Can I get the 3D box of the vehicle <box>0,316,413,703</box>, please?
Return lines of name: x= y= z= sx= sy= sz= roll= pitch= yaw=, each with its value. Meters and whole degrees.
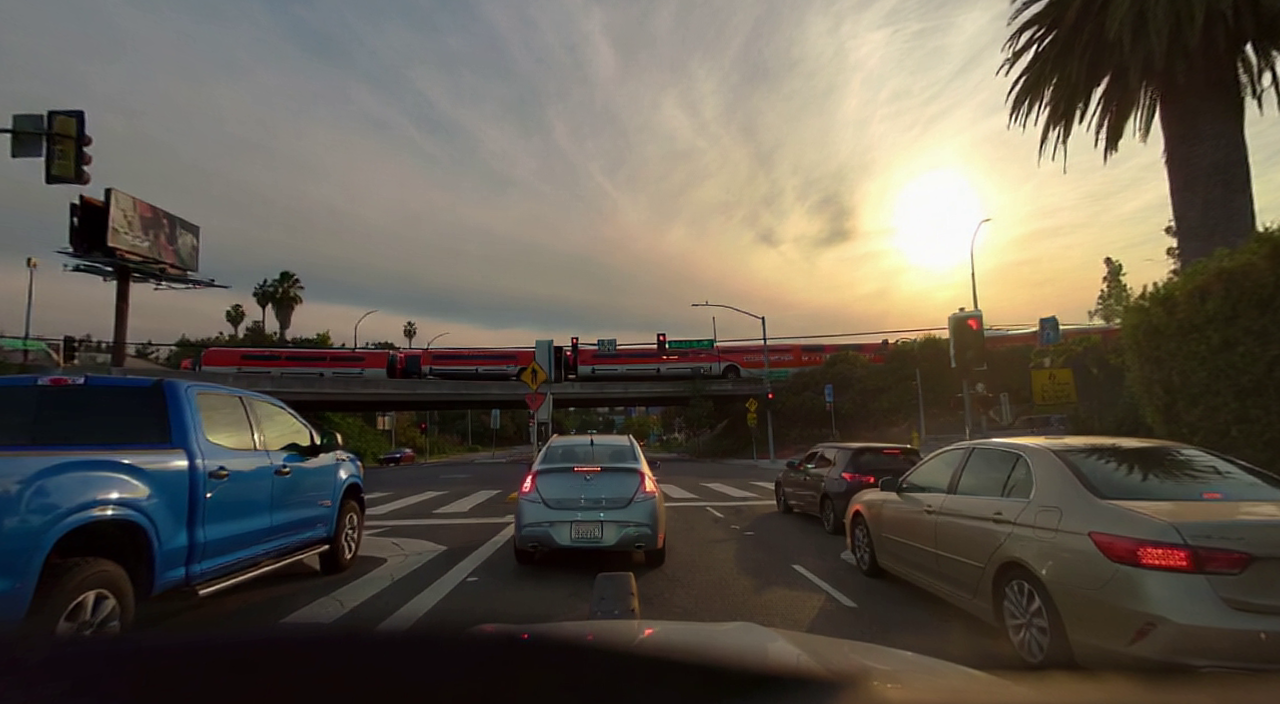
vehicle: x=-3.820 y=1.125 z=5.014 sx=2.078 sy=1.838 sz=5.448 roll=0 pitch=-9 yaw=-1

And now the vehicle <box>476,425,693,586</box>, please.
vehicle: x=-0.627 y=1.759 z=8.082 sx=2.035 sy=1.491 sz=4.090 roll=0 pitch=-9 yaw=-3

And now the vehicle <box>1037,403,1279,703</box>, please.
vehicle: x=3.891 y=0.888 z=2.185 sx=2.052 sy=1.496 sz=4.541 roll=0 pitch=-9 yaw=0

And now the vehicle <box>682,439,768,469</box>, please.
vehicle: x=4.217 y=5.136 z=31.968 sx=1.878 sy=1.428 sz=4.416 roll=5 pitch=-10 yaw=-32

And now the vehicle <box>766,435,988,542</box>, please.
vehicle: x=3.705 y=2.211 z=10.955 sx=1.965 sy=1.448 sz=4.486 roll=0 pitch=-9 yaw=-2
